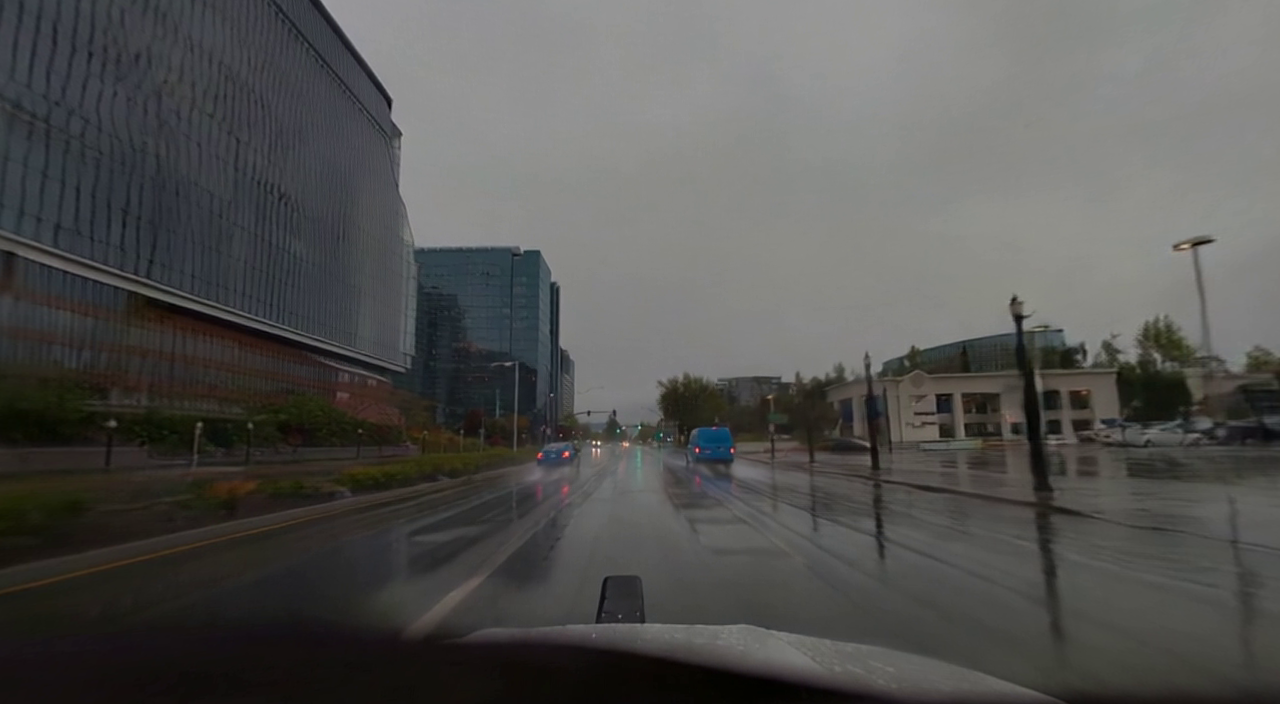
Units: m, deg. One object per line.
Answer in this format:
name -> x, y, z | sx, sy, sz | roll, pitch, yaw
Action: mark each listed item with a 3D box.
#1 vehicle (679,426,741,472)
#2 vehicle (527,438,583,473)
vehicle -> 3.167, 4.530, 29.522 | 2.200, 1.914, 5.145 | 0, -8, -1
vehicle -> -3.737, 4.632, 28.442 | 1.864, 1.464, 4.195 | 0, -8, 1
